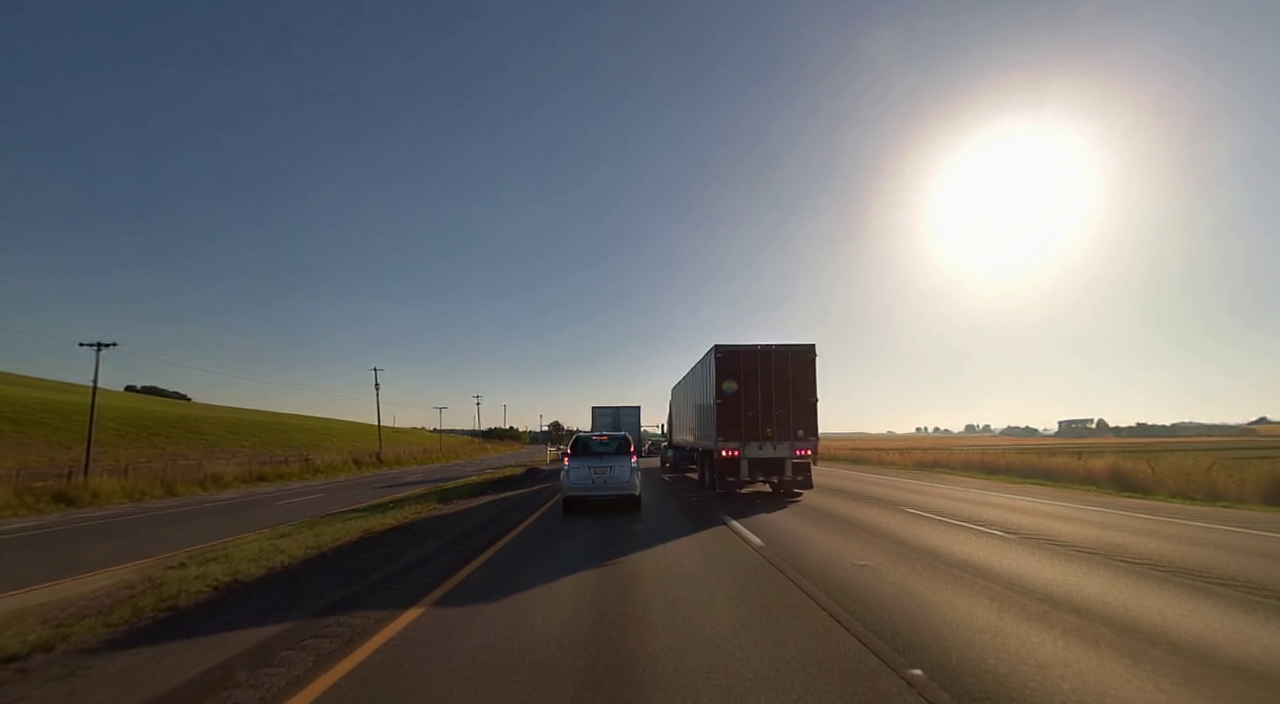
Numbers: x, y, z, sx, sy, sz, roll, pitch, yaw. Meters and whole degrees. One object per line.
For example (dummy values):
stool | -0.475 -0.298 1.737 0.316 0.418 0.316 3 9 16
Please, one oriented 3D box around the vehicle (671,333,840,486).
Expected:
vehicle | 3.613 2.765 25.966 3.591 4.290 16.696 0 -8 -1

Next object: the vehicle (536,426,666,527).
vehicle | -0.636 2.233 11.839 2.009 1.554 4.013 0 -8 -1

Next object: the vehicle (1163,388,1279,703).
vehicle | 3.565 0.635 0.682 1.960 1.515 4.713 0 -8 1
